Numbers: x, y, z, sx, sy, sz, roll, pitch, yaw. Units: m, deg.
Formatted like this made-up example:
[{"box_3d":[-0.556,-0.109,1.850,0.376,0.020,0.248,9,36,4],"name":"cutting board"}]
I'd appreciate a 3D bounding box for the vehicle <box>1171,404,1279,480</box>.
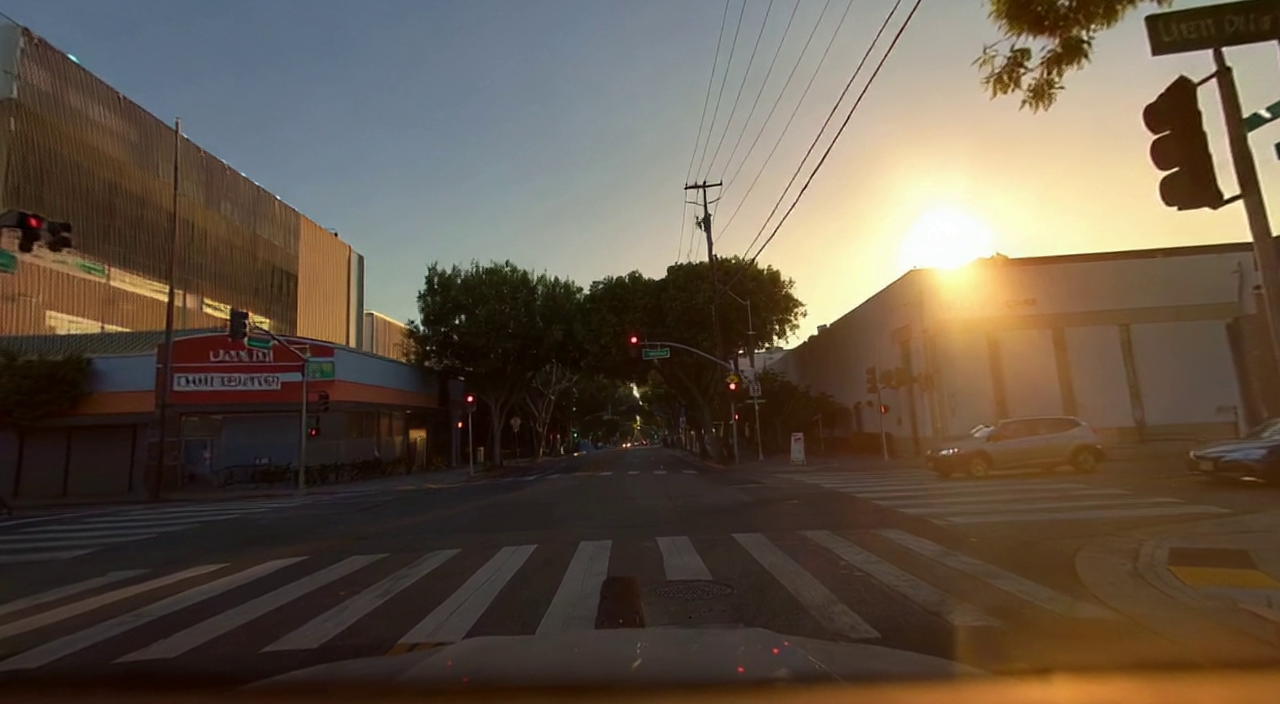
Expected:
[{"box_3d":[14.443,1.908,13.381,4.632,1.484,1.907,0,-8,-1],"name":"vehicle"}]
